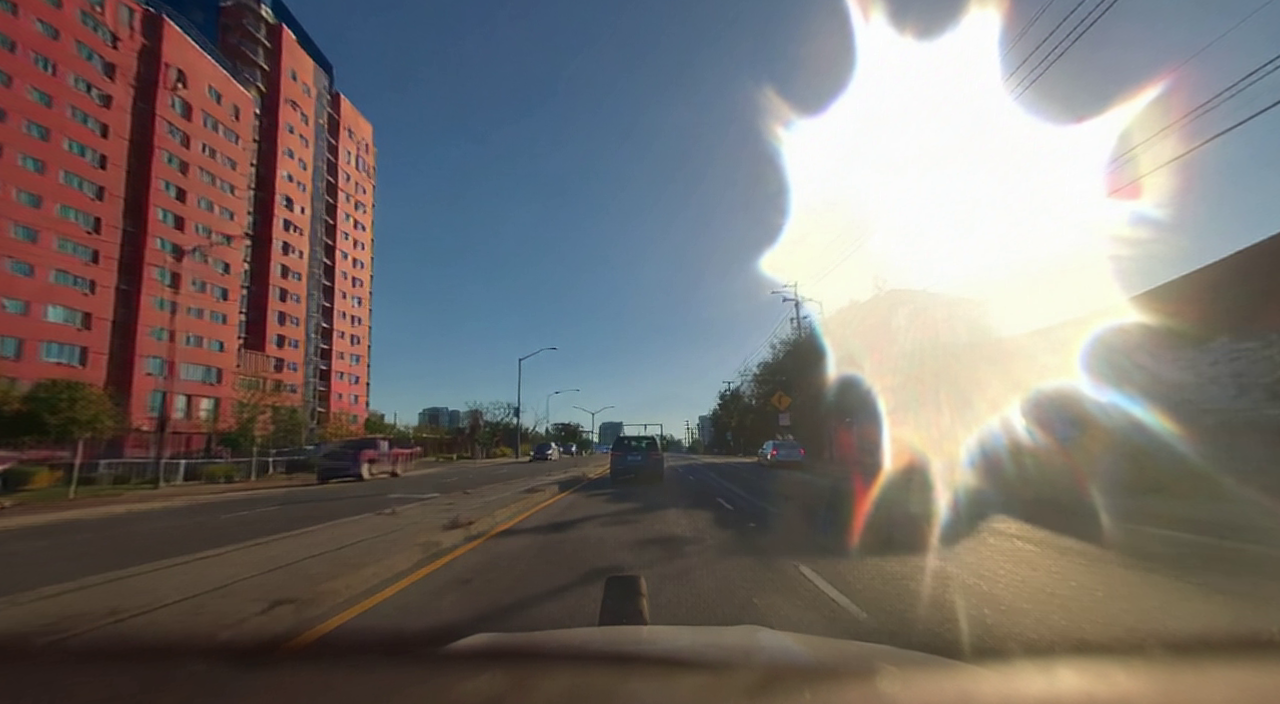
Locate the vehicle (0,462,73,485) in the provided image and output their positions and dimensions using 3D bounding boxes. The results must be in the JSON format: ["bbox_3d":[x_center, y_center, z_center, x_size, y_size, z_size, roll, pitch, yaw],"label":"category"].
[{"bbox_3d":[-41.389,8.187,42.737,1.882,1.448,4.160,-1,-9,3],"label":"vehicle"}]

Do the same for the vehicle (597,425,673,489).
[{"bbox_3d":[-0.078,3.335,20.361,2.160,1.786,4.702,0,-8,2],"label":"vehicle"}]

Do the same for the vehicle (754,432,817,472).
[{"bbox_3d":[6.906,4.788,30.414,1.952,1.749,4.311,0,-8,0],"label":"vehicle"}]

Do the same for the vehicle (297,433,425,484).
[{"bbox_3d":[-12.334,4.753,28.550,2.544,2.014,5.821,-1,-8,8],"label":"vehicle"}]
